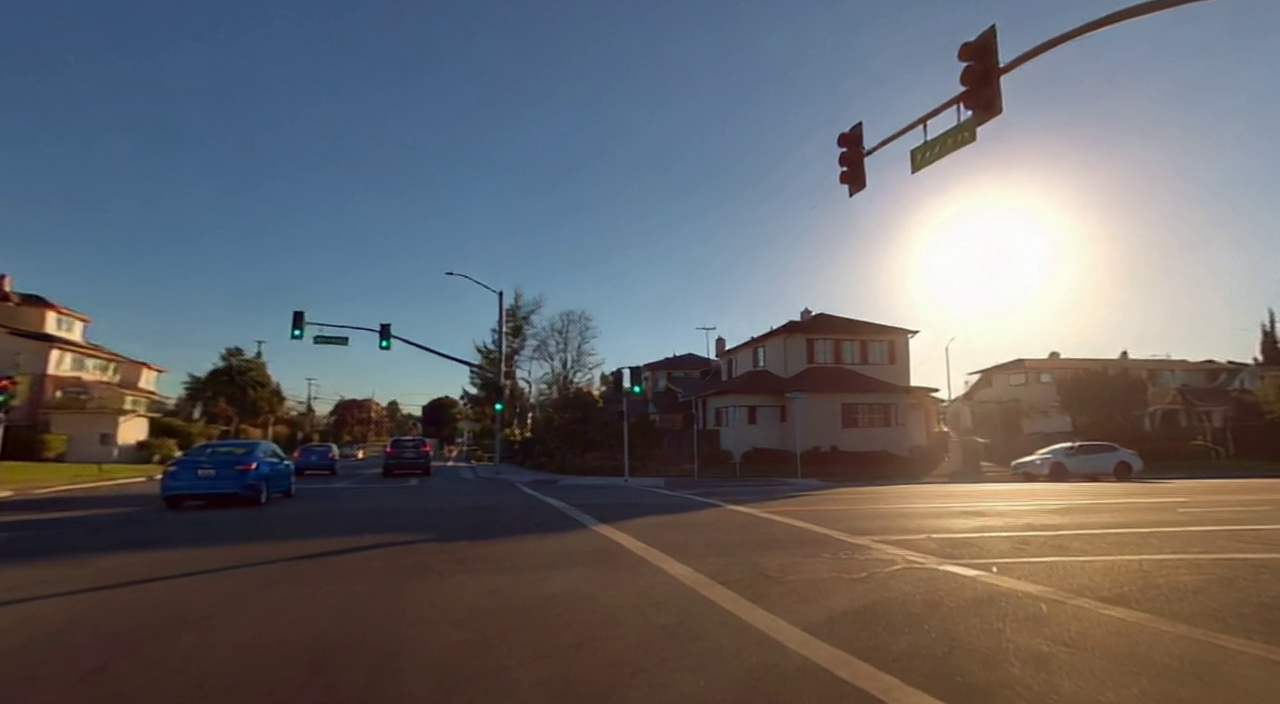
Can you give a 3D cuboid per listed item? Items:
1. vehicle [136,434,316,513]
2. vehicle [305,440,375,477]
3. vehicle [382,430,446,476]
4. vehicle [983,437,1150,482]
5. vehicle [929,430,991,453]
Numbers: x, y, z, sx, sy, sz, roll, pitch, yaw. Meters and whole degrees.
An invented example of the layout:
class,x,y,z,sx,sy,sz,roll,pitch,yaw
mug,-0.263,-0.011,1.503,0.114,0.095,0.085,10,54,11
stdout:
class,x,y,z,sx,sy,sz,roll,pitch,yaw
vehicle,-9.169,2.670,14.546,1.977,1.488,4.741,2,-9,-15
vehicle,-13.090,4.652,27.875,1.934,1.459,4.368,2,-9,-14
vehicle,-10.252,4.590,29.005,2.396,1.881,4.606,2,-9,-15
vehicle,14.427,3.639,21.561,4.353,1.431,1.876,0,-8,-2
vehicle,22.568,6.346,44.758,1.905,1.483,4.322,-1,-8,-4
